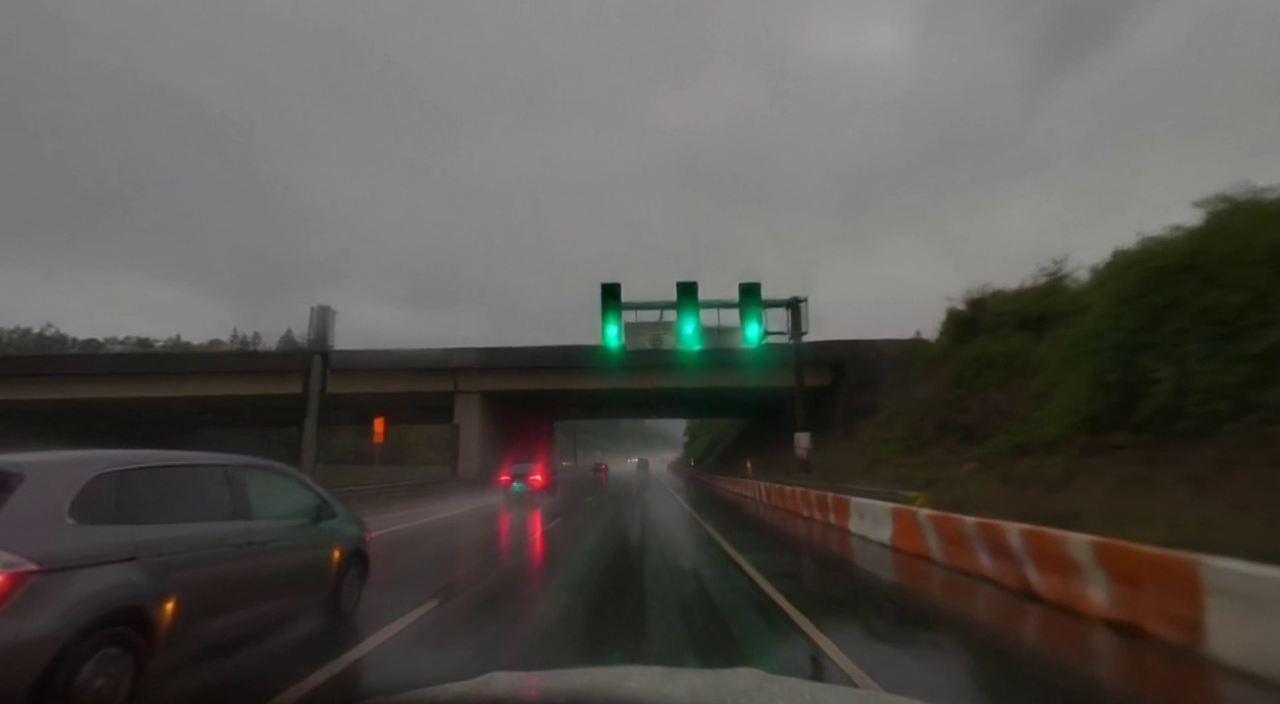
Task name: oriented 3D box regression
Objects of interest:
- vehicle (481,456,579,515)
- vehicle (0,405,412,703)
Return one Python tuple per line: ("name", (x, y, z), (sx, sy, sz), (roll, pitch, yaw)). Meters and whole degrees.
("vehicle", (-3.016, 3.782, 18.112), (1.992, 1.466, 3.690), (0, -10, 2))
("vehicle", (-3.396, 1.211, 3.793), (2.023, 1.507, 5.082), (1, -10, 1))
